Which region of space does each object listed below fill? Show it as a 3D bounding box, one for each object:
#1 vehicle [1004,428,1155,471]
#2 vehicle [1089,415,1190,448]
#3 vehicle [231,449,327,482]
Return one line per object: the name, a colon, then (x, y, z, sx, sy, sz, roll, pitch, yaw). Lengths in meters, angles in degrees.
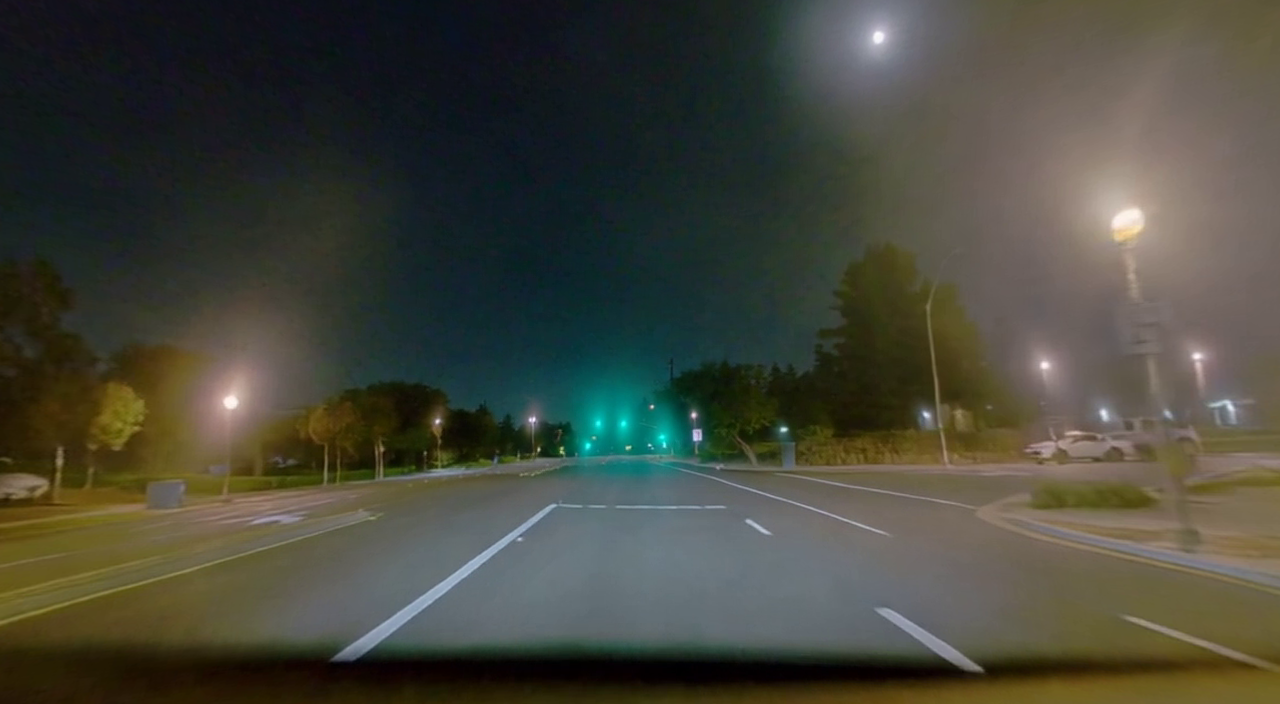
vehicle: (19.368, 4.358, 28.021, 5.172, 1.468, 1.964, -4, -11, -1)
vehicle: (28.523, 4.624, 36.352, 2.049, 1.739, 4.982, -1, -9, 5)
vehicle: (-20.354, 6.403, 35.765, 4.171, 1.728, 2.069, 0, -9, 1)
